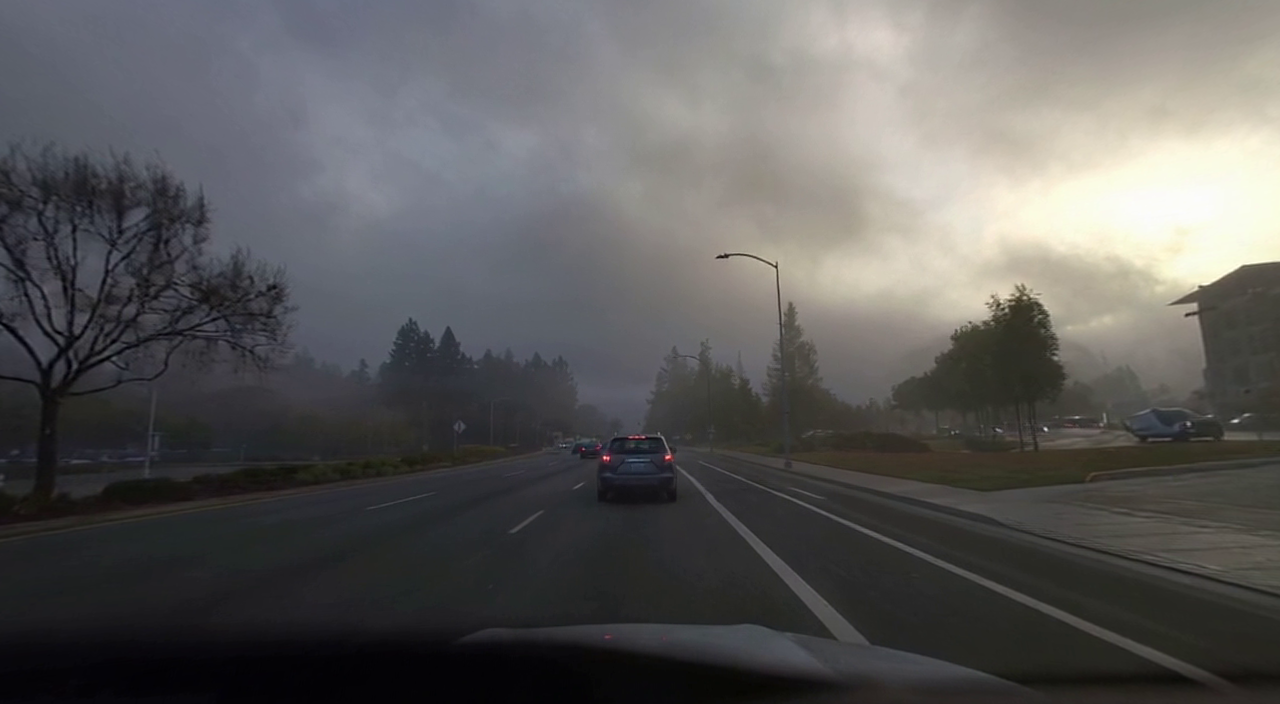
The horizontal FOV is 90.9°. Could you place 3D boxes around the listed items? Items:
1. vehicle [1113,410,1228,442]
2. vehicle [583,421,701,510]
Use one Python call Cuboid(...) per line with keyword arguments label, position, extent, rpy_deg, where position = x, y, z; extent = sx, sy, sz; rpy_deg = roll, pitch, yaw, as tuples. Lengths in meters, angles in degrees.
Cuboid(label="vehicle", position=(31.877, 4.507, 38.117), extent=(4.903, 1.767, 2.105), rpy_deg=(-5, -10, 31))
Cuboid(label="vehicle", position=(0.057, 2.444, 13.975), extent=(2.199, 1.652, 4.101), rpy_deg=(0, -8, 1))
